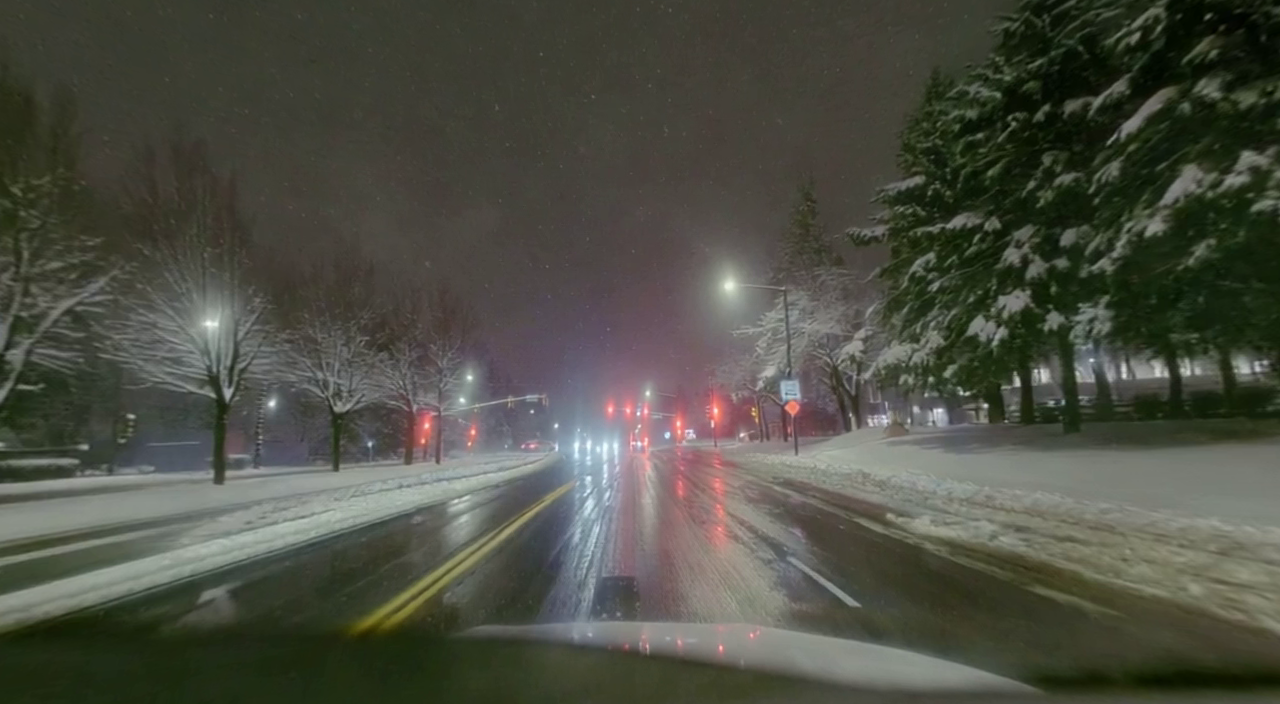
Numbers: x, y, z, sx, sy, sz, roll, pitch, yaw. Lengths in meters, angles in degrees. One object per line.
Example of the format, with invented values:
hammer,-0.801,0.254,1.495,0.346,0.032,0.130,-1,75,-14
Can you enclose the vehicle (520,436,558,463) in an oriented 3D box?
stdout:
vehicle,-6.423,6.252,40.594,1.869,1.570,4.064,0,-8,-2
